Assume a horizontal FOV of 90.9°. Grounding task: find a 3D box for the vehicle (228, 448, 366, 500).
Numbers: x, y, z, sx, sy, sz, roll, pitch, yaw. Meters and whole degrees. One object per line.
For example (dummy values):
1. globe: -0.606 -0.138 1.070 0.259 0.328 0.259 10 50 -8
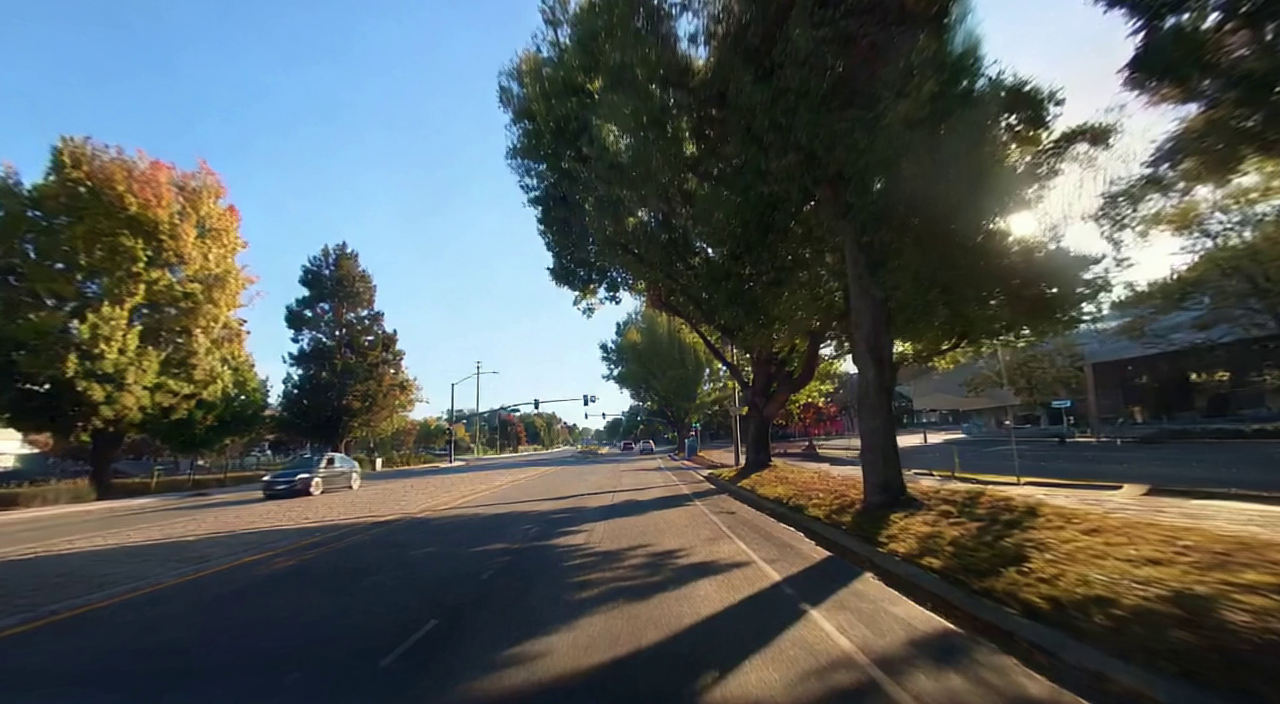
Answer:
1. vehicle: -11.272 4.003 21.174 2.113 1.488 4.509 0 -8 0
